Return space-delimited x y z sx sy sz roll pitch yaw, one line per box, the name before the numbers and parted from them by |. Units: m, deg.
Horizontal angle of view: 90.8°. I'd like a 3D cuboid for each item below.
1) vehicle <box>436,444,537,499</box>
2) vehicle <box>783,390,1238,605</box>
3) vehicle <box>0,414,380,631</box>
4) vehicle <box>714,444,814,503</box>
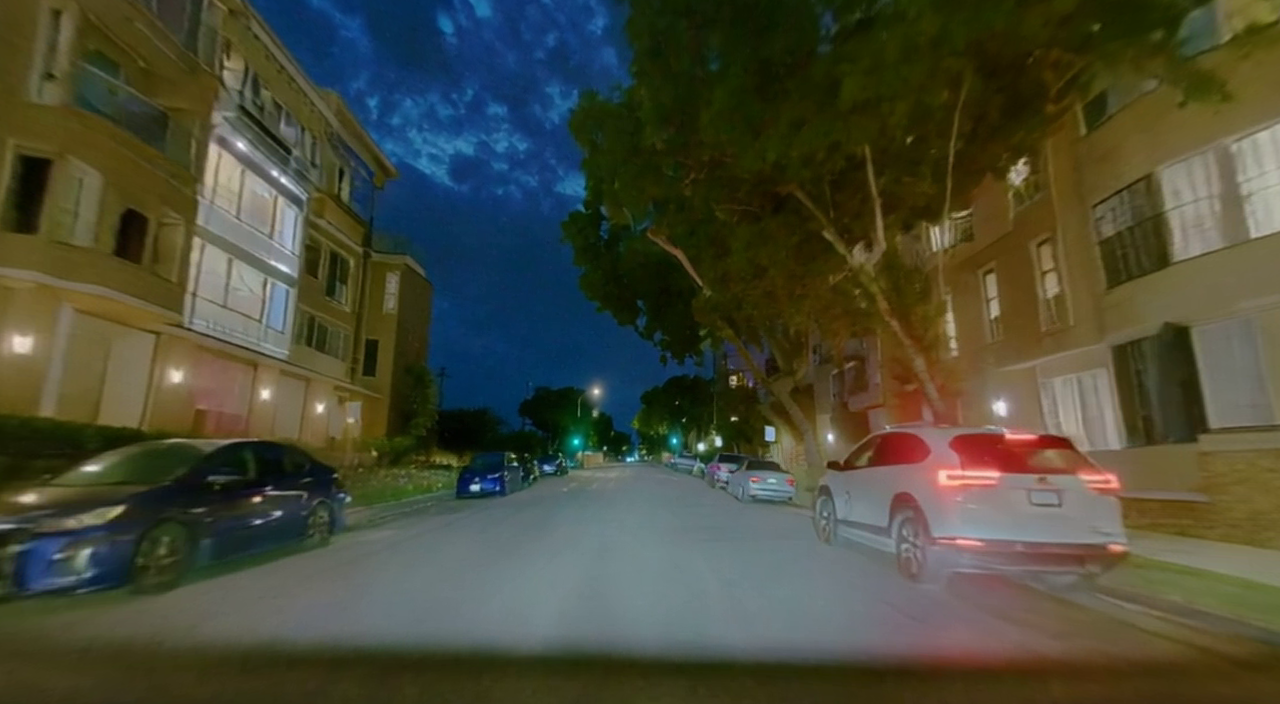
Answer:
vehicle | -5.432 4.283 23.214 2.222 1.735 5.215 -1 -8 2
vehicle | 3.999 1.862 8.725 2.473 1.895 6.050 0 -11 -1
vehicle | -5.613 1.818 7.980 2.122 1.722 5.662 -1 -9 1
vehicle | 3.969 3.985 21.299 2.187 1.699 5.038 0 -8 -2
